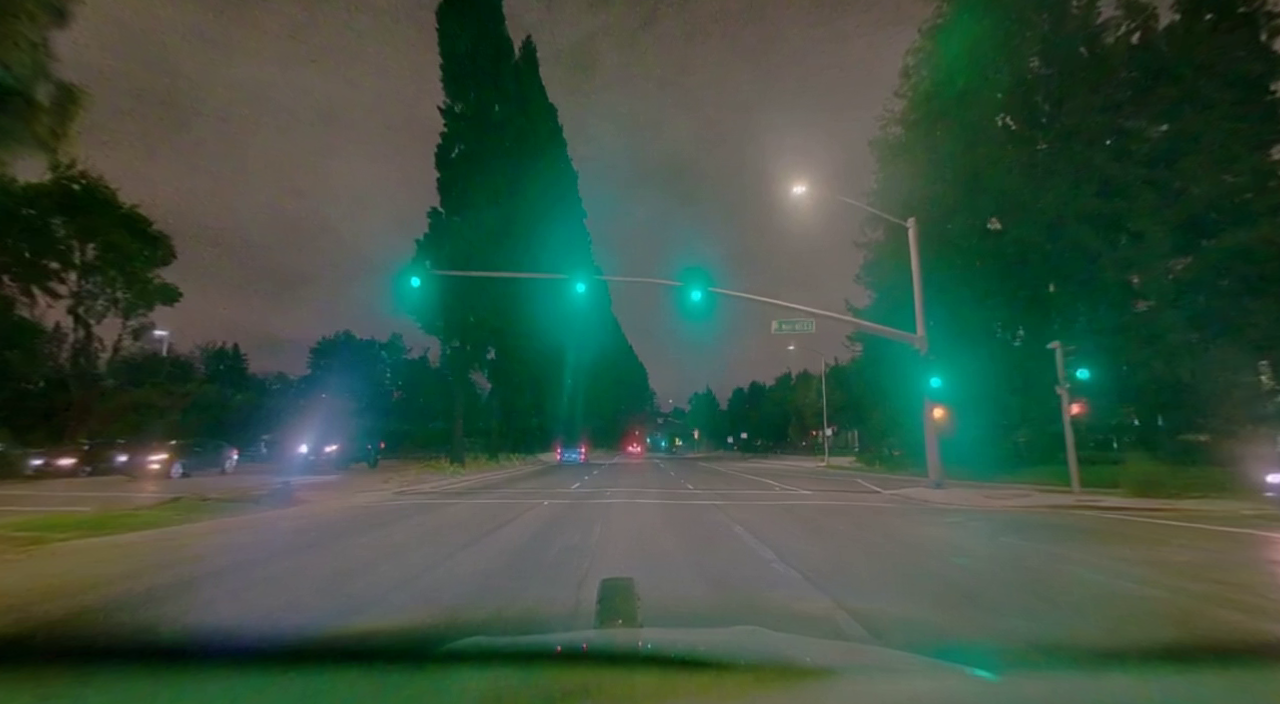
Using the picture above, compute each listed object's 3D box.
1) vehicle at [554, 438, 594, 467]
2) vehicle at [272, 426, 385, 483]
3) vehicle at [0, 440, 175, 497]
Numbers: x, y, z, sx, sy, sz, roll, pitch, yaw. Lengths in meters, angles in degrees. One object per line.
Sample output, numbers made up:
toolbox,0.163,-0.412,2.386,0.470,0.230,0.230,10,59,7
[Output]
vehicle,-4.044,6.256,39.476,2.042,1.686,4.372,0,-9,0
vehicle,-12.786,4.224,26.410,2.268,2.038,5.024,-2,-8,-1
vehicle,-16.227,3.395,18.810,1.798,1.504,3.803,0,-9,0
